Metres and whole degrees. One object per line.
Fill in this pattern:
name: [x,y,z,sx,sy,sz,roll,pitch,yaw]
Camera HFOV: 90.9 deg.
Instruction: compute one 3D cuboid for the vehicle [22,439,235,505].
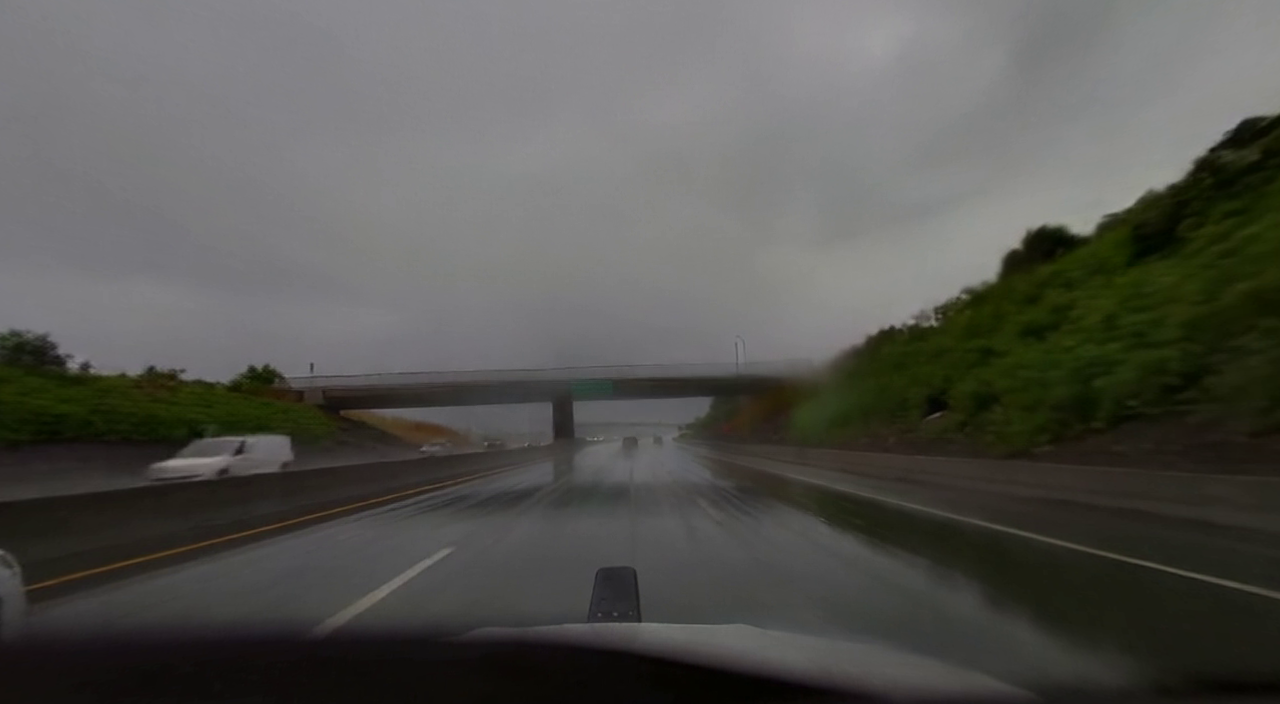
vehicle: [-12.762,2.957,16.194,1.931,1.431,4.313,0,-8,-1]
